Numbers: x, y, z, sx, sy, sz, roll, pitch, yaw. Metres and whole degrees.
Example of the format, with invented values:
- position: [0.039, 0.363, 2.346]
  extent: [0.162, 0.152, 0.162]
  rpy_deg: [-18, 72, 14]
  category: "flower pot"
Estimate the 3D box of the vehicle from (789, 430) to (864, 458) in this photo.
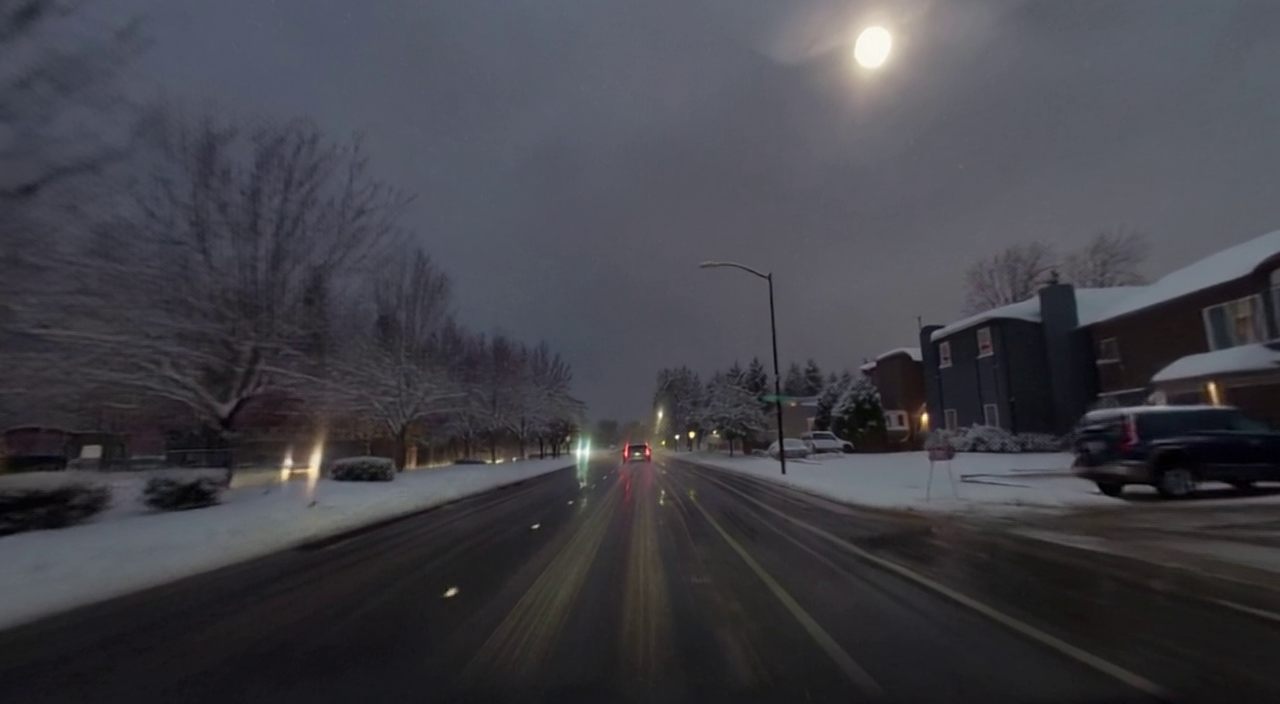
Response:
- position: [13.375, 6.630, 45.333]
  extent: [4.739, 1.918, 2.071]
  rpy_deg: [0, -8, 2]
  category: "vehicle"

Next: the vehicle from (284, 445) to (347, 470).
- position: [-19.673, 6.387, 38.198]
  extent: [1.836, 1.456, 3.647]
  rpy_deg: [0, -8, 0]
  category: "vehicle"

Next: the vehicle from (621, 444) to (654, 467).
- position: [-0.177, 6.710, 40.912]
  extent: [2.054, 1.456, 4.003]
  rpy_deg: [0, -8, 0]
  category: "vehicle"

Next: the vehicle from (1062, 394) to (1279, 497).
- position: [12.243, 1.985, 13.373]
  extent: [4.923, 2.019, 1.985]
  rpy_deg: [0, -9, 2]
  category: "vehicle"

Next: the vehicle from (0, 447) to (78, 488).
- position: [-24.130, 4.378, 23.990]
  extent: [1.892, 1.455, 3.564]
  rpy_deg: [0, -8, 1]
  category: "vehicle"
